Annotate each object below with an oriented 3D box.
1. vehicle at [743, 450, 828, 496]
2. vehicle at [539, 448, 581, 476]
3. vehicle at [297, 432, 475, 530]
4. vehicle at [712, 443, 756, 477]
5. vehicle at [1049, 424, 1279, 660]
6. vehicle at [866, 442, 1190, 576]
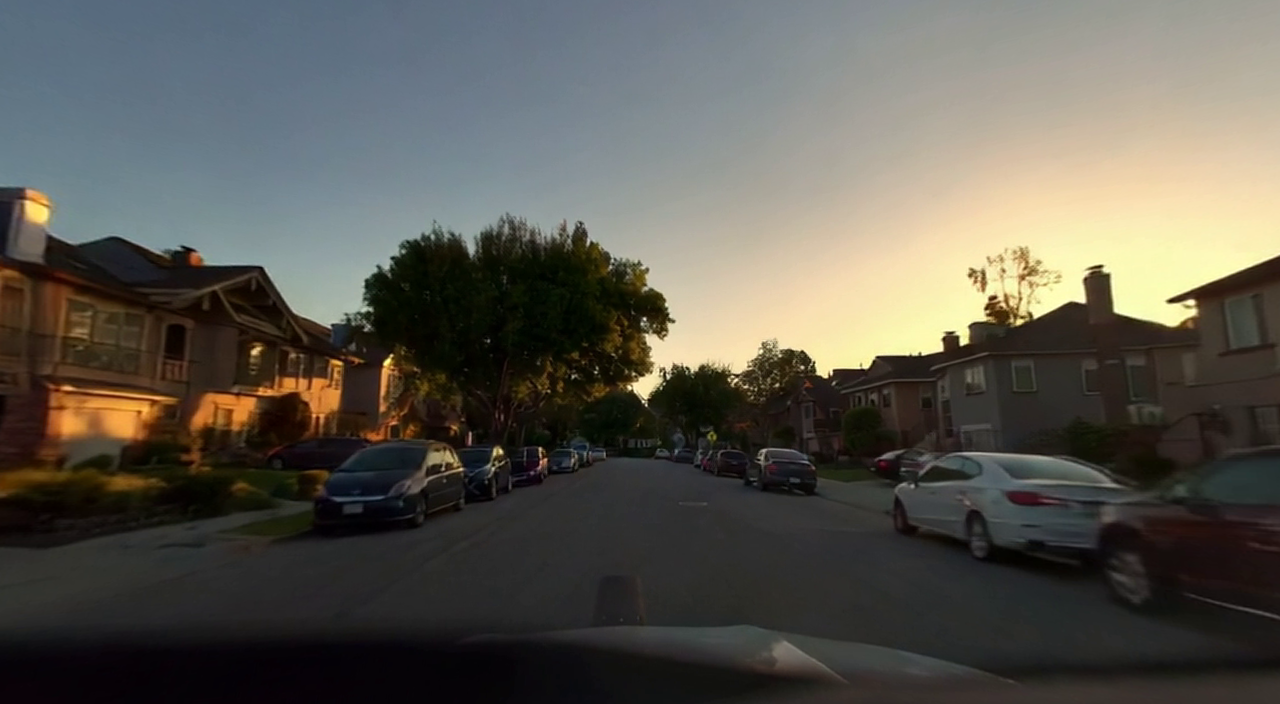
[{"bbox_3d":[5.085,4.260,22.618,1.847,1.448,4.162,1,-9,-3],"label":"vehicle"},{"bbox_3d":[-4.551,6.307,36.530,1.973,1.454,4.559,0,-8,-1],"label":"vehicle"},{"bbox_3d":[-4.701,2.461,12.432,1.983,1.579,3.879,0,-10,-2],"label":"vehicle"},{"bbox_3d":[5.446,6.316,37.144,1.959,1.828,4.175,0,-9,1],"label":"vehicle"},{"bbox_3d":[5.345,1.246,4.038,2.063,1.573,4.900,0,-8,-2],"label":"vehicle"},{"bbox_3d":[5.309,2.172,9.625,2.007,1.512,4.524,0,-9,-1],"label":"vehicle"}]
